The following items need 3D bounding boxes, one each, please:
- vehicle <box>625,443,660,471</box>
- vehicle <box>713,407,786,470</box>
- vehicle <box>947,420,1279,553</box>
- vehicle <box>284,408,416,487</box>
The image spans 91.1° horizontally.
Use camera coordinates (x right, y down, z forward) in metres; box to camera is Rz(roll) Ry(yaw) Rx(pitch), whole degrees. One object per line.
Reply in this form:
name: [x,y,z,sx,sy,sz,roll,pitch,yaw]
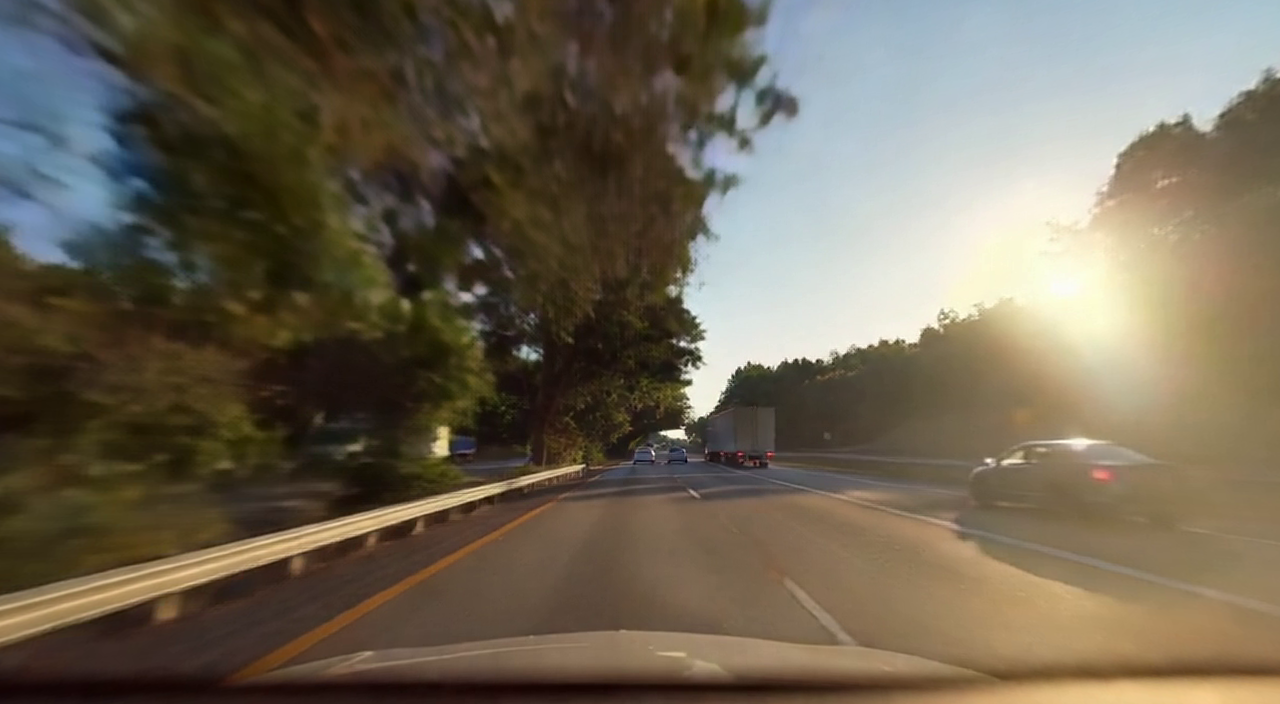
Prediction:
vehicle: [0.151,6.659,39.983,2.114,1.706,4.106,0,-9,0]
vehicle: [7.936,6.718,47.902,3.044,4.073,14.016,0,-9,0]
vehicle: [7.247,2.050,10.267,2.011,1.638,4.737,0,-9,0]
vehicle: [-16.824,5.729,37.645,2.898,4.029,10.158,0,-9,1]
